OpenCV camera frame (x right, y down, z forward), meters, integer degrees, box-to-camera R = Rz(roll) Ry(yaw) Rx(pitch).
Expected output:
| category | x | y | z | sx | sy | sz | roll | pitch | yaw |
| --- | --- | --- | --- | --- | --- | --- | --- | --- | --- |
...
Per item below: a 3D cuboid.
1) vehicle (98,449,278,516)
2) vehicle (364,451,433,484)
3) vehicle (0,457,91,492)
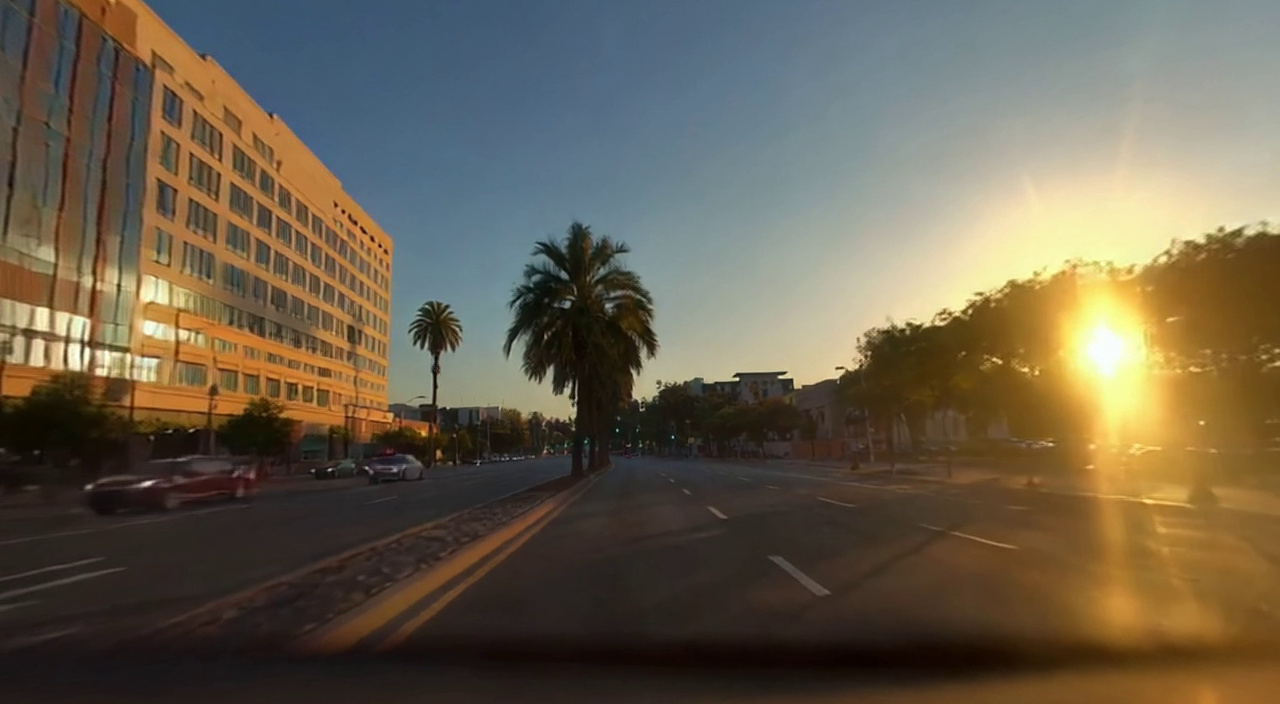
| category | x | y | z | sx | sy | sz | roll | pitch | yaw |
| --- | --- | --- | --- | --- | --- | --- | --- | --- | --- |
| vehicle | -12.843 | 3.678 | 18.432 | 1.923 | 1.641 | 4.551 | 0 | -8 | -1 |
| vehicle | -13.039 | 6.236 | 34.396 | 2.036 | 1.590 | 4.495 | 0 | -8 | -1 |
| vehicle | -32.200 | 6.498 | 33.458 | 4.245 | 1.642 | 2.013 | -2 | -9 | -3 |
